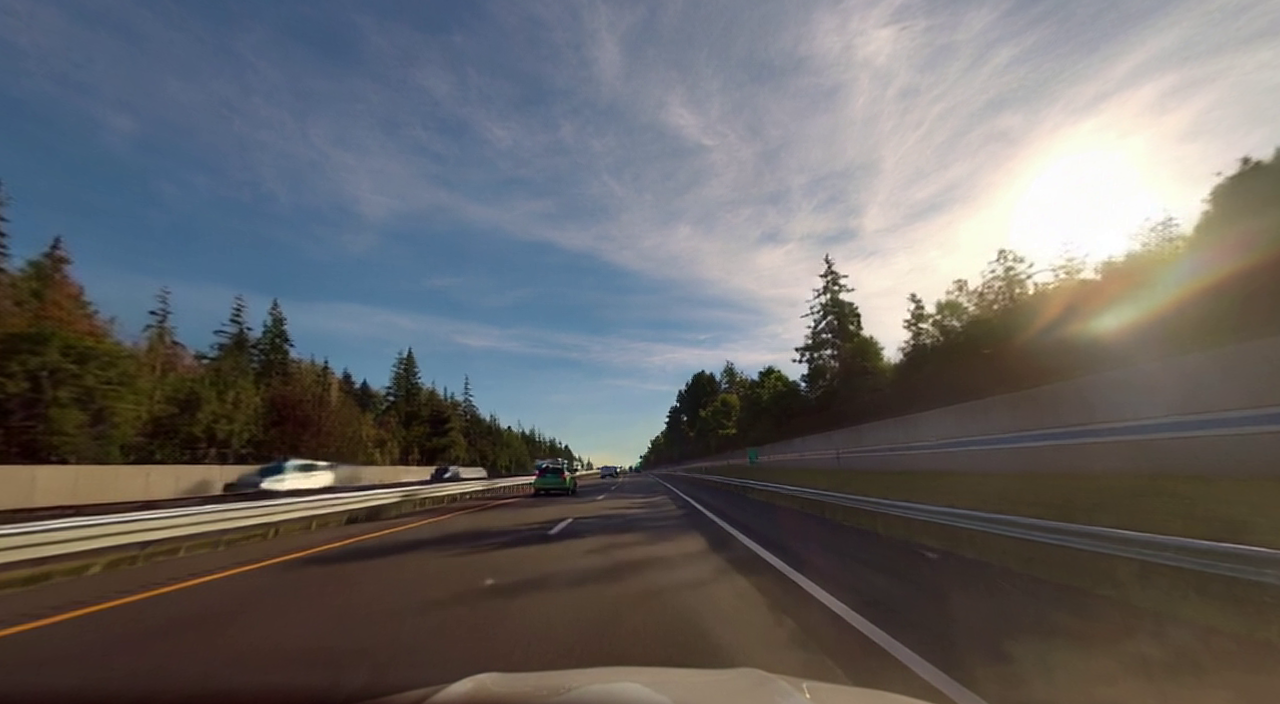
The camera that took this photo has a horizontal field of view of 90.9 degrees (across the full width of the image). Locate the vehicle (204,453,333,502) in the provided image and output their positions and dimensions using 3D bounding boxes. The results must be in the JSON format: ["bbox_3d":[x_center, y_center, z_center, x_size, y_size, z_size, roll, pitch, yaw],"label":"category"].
[{"bbox_3d":[-12.745,4.342,21.964,1.862,1.501,4.229,1,-10,0],"label":"vehicle"}]

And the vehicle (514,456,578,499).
[{"bbox_3d":[-3.945,5.383,27.246,2.022,1.650,4.331,0,-10,1],"label":"vehicle"}]
